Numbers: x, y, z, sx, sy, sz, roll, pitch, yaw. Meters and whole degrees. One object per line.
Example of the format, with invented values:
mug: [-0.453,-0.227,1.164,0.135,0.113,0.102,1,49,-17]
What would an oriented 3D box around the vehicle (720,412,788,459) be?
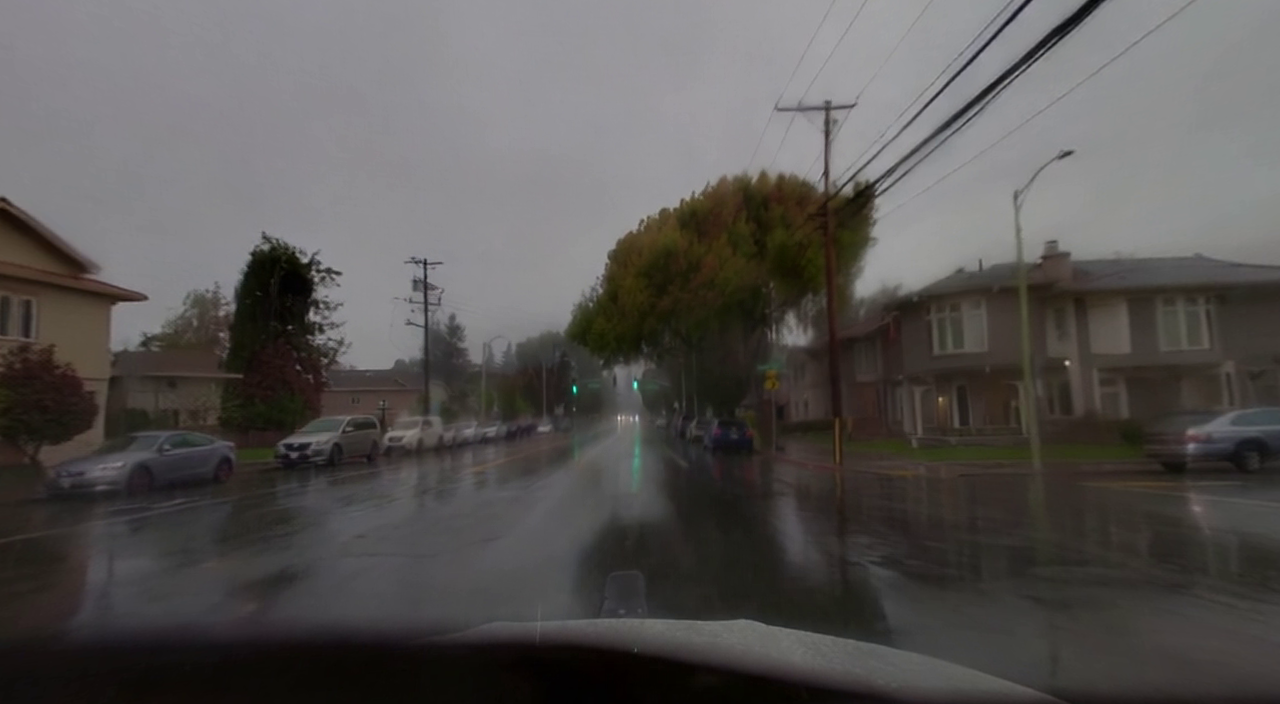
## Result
vehicle: [4.387,3.329,24.899,1.867,1.680,4.176,0,-9,0]

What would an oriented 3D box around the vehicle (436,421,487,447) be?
vehicle: [-11.124,5.197,39.678,2.051,1.520,4.374,0,-9,-2]

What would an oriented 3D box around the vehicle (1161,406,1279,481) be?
vehicle: [13.636,2.055,14.634,2.122,1.474,4.313,-8,-10,41]

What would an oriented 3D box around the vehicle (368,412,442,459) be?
vehicle: [-11.327,4.009,30.766,1.926,1.998,4.447,-4,-6,-1]

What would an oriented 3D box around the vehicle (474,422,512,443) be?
vehicle: [-11.366,6.275,49.051,1.903,1.535,4.342,0,-9,-1]

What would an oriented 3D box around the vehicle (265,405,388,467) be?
vehicle: [-11.125,3.084,22.887,2.056,1.980,4.763,0,-9,-1]

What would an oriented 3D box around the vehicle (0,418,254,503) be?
vehicle: [-11.111,2.368,14.085,2.082,1.540,4.654,0,-9,0]
